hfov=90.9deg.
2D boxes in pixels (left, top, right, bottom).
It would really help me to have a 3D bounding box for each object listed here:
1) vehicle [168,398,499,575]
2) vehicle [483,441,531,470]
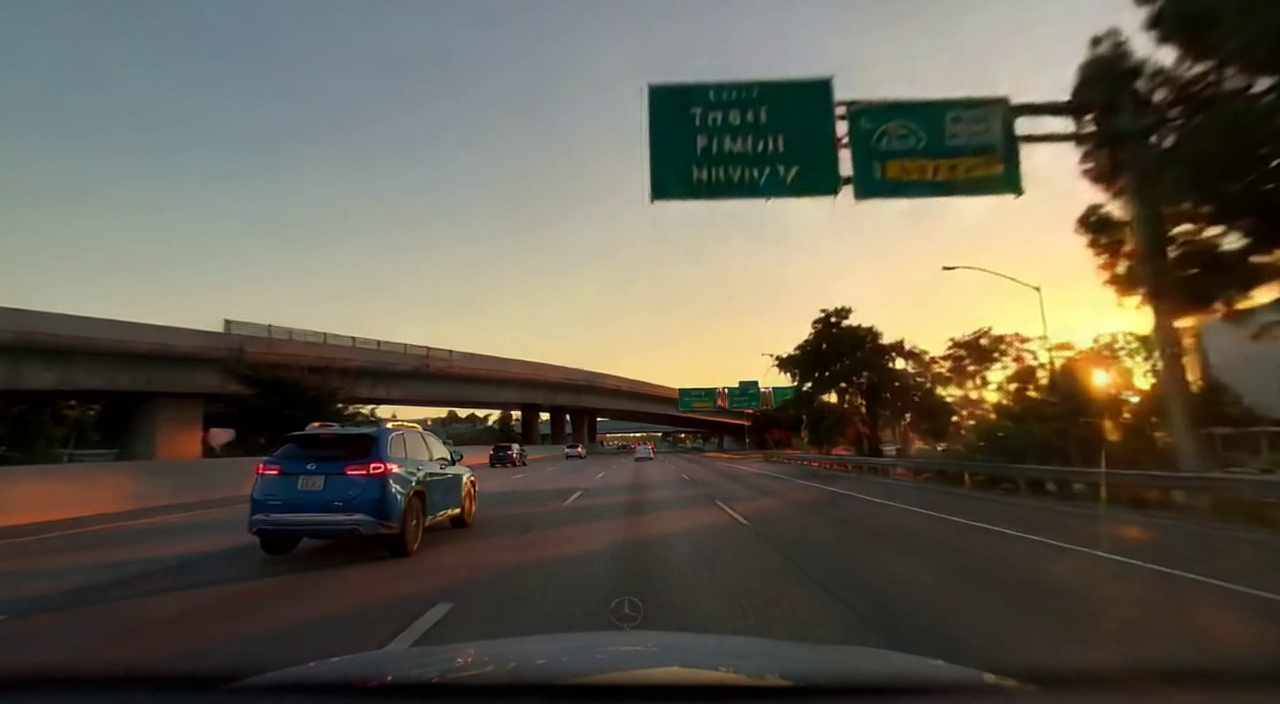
[{"bbox_3d":[-3.566,1.675,8.591,2.214,1.759,4.435,0,-8,1],"label":"vehicle"},{"bbox_3d":[-7.620,5.967,36.484,1.871,1.542,4.371,0,-8,0],"label":"vehicle"}]
